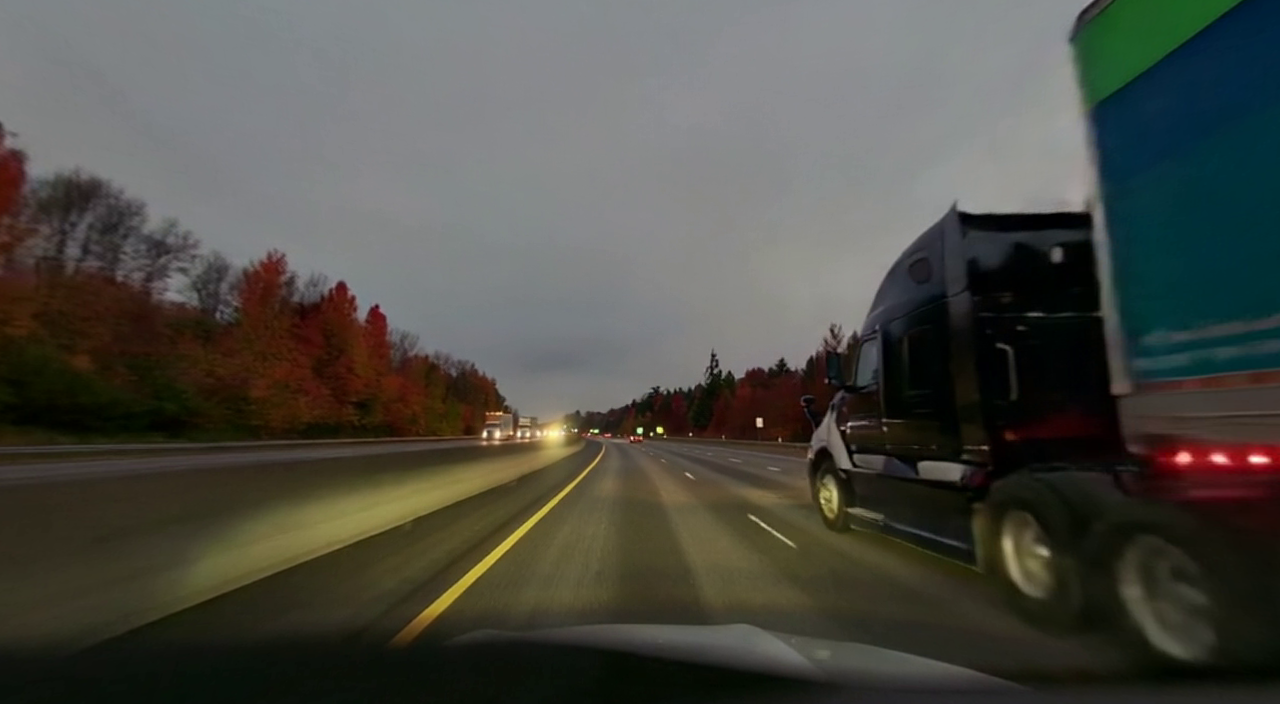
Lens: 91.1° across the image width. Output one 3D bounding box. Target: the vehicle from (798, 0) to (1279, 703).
[{"bbox_3d":[3.695,-0.008,5.400,2.985,4.066,6.190,0,-8,0],"label":"vehicle"}]
